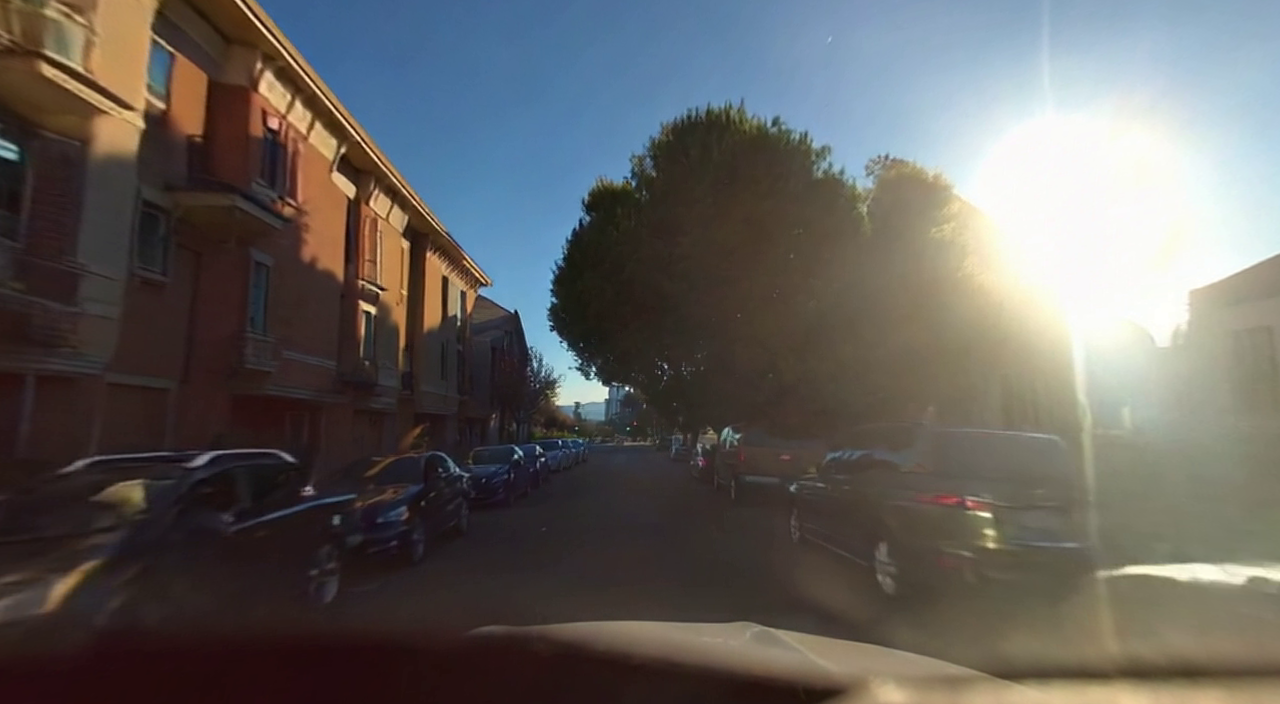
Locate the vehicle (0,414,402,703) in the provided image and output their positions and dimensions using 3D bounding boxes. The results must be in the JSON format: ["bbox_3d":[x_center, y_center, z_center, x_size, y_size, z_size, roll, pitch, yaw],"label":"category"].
[{"bbox_3d":[-3.293,1.280,4.298,2.016,1.594,4.146,-2,-6,-4],"label":"vehicle"}]

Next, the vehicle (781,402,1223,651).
[{"bbox_3d":[3.072,1.538,6.789,2.032,1.684,4.564,2,-8,-1],"label":"vehicle"}]

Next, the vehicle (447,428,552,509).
[{"bbox_3d":[-3.509,2.904,16.568,1.880,1.608,4.729,-2,-5,-3],"label":"vehicle"}]

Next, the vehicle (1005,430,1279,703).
[{"bbox_3d":[3.246,0.994,1.924,1.809,1.444,3.882,2,-8,-3],"label":"vehicle"}]
